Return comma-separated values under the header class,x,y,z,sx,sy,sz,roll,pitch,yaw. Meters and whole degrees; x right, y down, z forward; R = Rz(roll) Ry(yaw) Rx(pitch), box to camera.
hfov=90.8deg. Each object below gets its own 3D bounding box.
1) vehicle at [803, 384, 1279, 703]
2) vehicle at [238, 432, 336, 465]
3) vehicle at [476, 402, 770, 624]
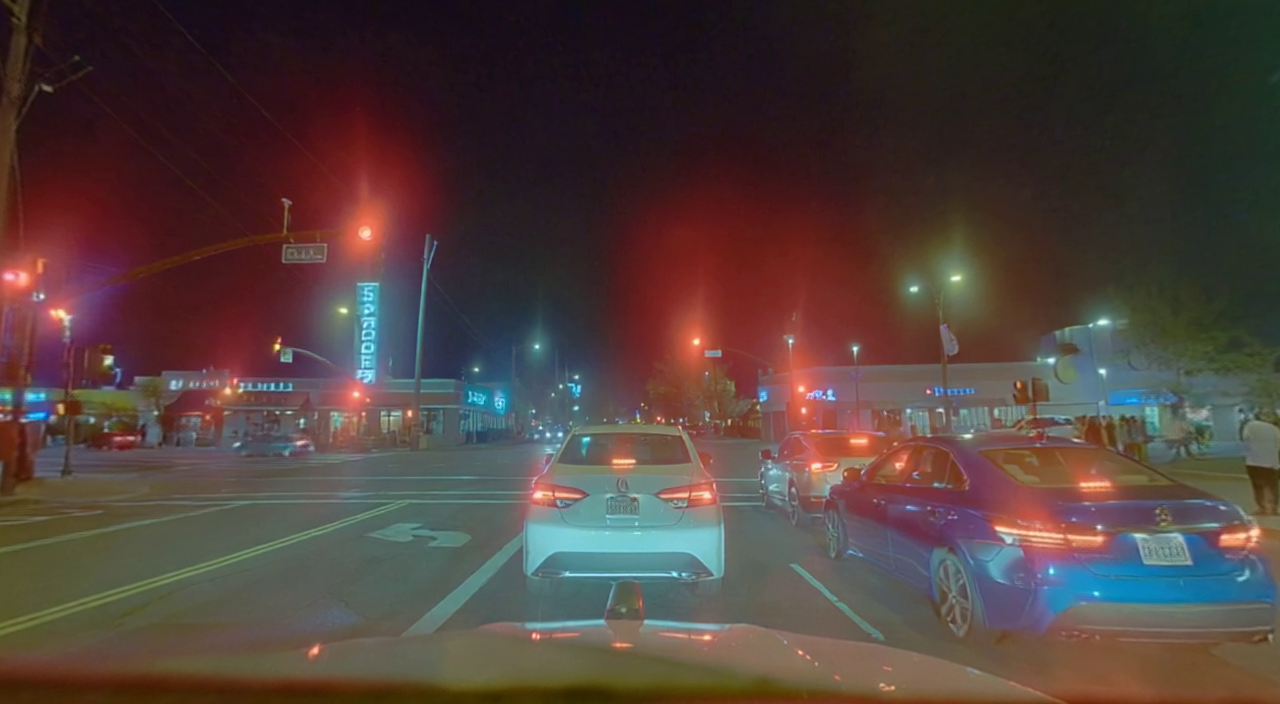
class,x,y,z,sx,sy,sz,roll,pitch,yaw
vehicle,3.034,1.309,5.447,1.983,1.654,4.354,0,-8,-2
vehicle,-19.974,5.462,35.775,5.003,1.799,2.066,-4,-9,22
vehicle,-0.141,1.516,7.008,2.123,1.589,4.702,0,-8,0
